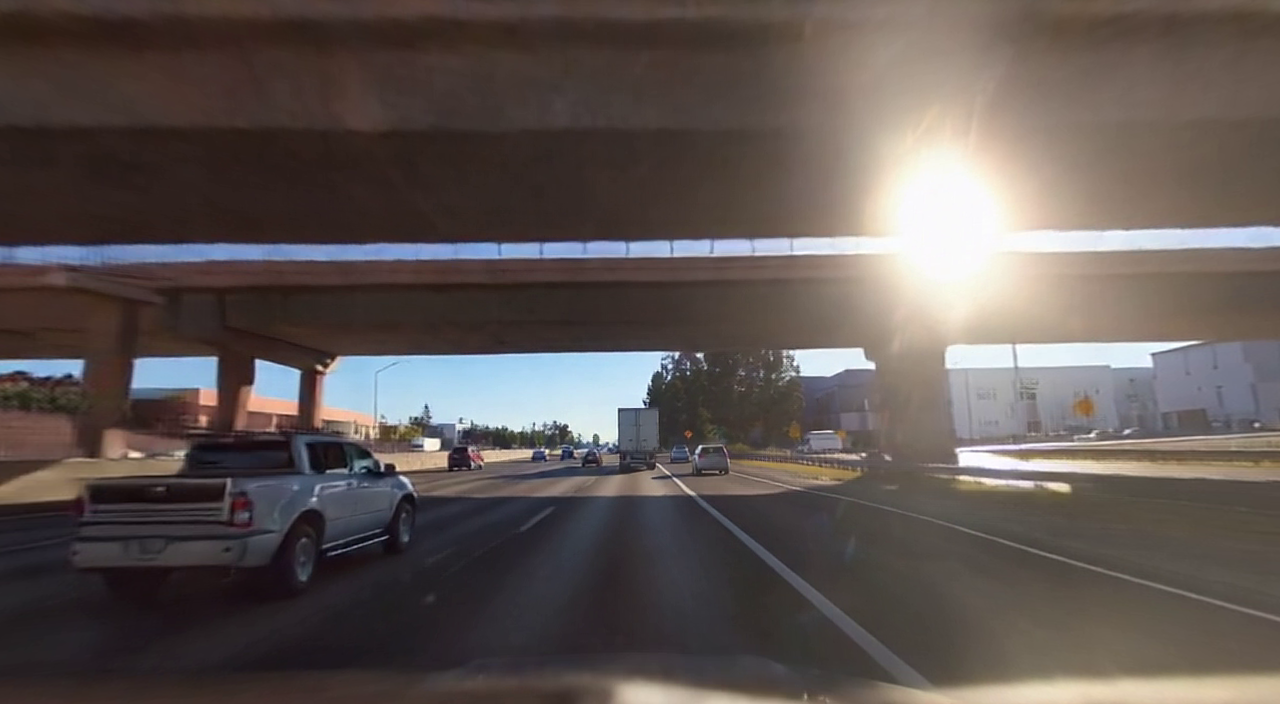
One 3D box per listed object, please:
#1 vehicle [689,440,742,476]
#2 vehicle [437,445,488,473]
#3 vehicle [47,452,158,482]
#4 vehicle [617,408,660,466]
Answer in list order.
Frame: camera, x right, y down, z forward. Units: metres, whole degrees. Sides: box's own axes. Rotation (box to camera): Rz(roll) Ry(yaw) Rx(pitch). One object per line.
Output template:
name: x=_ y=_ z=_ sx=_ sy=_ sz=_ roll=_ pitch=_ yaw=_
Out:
vehicle: x=3.752 y=5.366 z=32.039 sx=2.107 sy=1.707 sz=4.445 roll=0 pitch=-9 yaw=0
vehicle: x=-11.174 y=6.753 z=39.894 sx=1.966 sy=1.627 sz=4.258 roll=0 pitch=-9 yaw=1
vehicle: x=-31.562 y=6.744 z=37.214 sx=2.157 sy=1.636 sz=4.866 roll=0 pitch=-9 yaw=1
vehicle: x=0.069 y=6.667 z=48.749 sx=3.012 sy=3.928 sz=10.262 roll=0 pitch=-9 yaw=2
